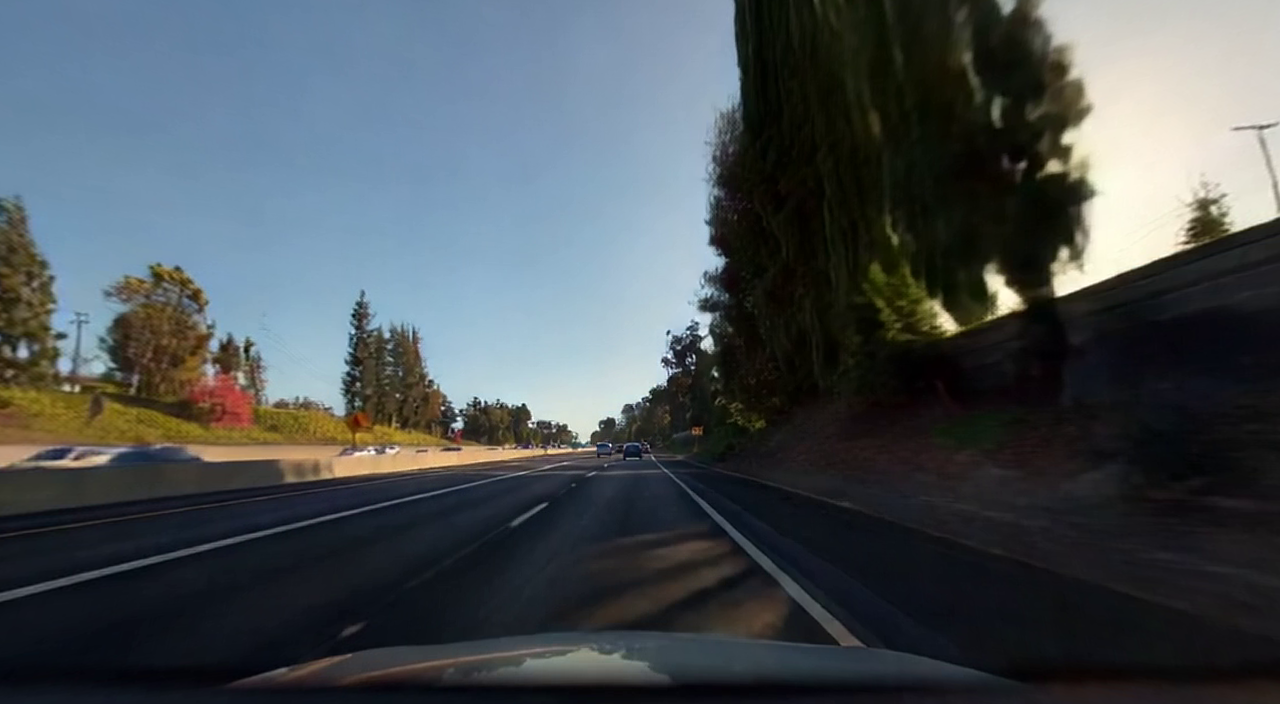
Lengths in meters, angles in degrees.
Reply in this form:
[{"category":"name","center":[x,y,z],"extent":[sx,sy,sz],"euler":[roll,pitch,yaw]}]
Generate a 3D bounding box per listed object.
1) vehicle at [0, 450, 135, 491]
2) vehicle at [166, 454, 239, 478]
[{"category":"vehicle","center":[-25.724,5.261,28.392],"extent":[1.995,1.653,4.667],"euler":[0,-9,0]},{"category":"vehicle","center":[-30.061,7.832,43.422],"extent":[1.816,1.491,4.424],"euler":[0,-9,0]}]
